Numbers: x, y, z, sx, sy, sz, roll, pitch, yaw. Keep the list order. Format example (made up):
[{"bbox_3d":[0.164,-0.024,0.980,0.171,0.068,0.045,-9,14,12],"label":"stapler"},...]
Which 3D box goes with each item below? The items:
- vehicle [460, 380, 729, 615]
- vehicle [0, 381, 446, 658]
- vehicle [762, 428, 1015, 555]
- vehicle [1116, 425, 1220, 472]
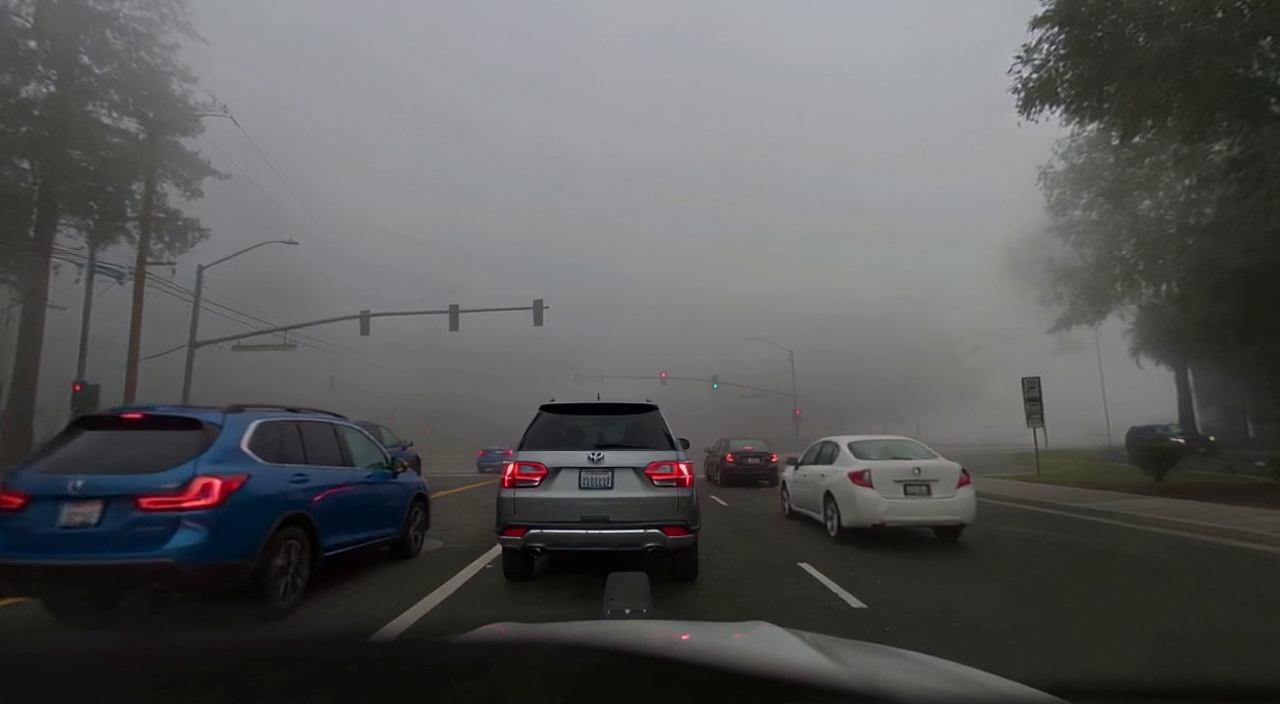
[{"bbox_3d":[-0.362,1.439,7.101,2.064,1.817,4.298,0,-8,0],"label":"vehicle"},{"bbox_3d":[-3.721,1.344,6.160,2.160,1.666,4.583,0,-8,0],"label":"vehicle"},{"bbox_3d":[3.358,1.967,9.622,2.121,1.494,4.208,0,-8,0],"label":"vehicle"},{"bbox_3d":[19.307,3.509,22.980,4.215,1.578,1.892,7,-11,-37],"label":"vehicle"}]
